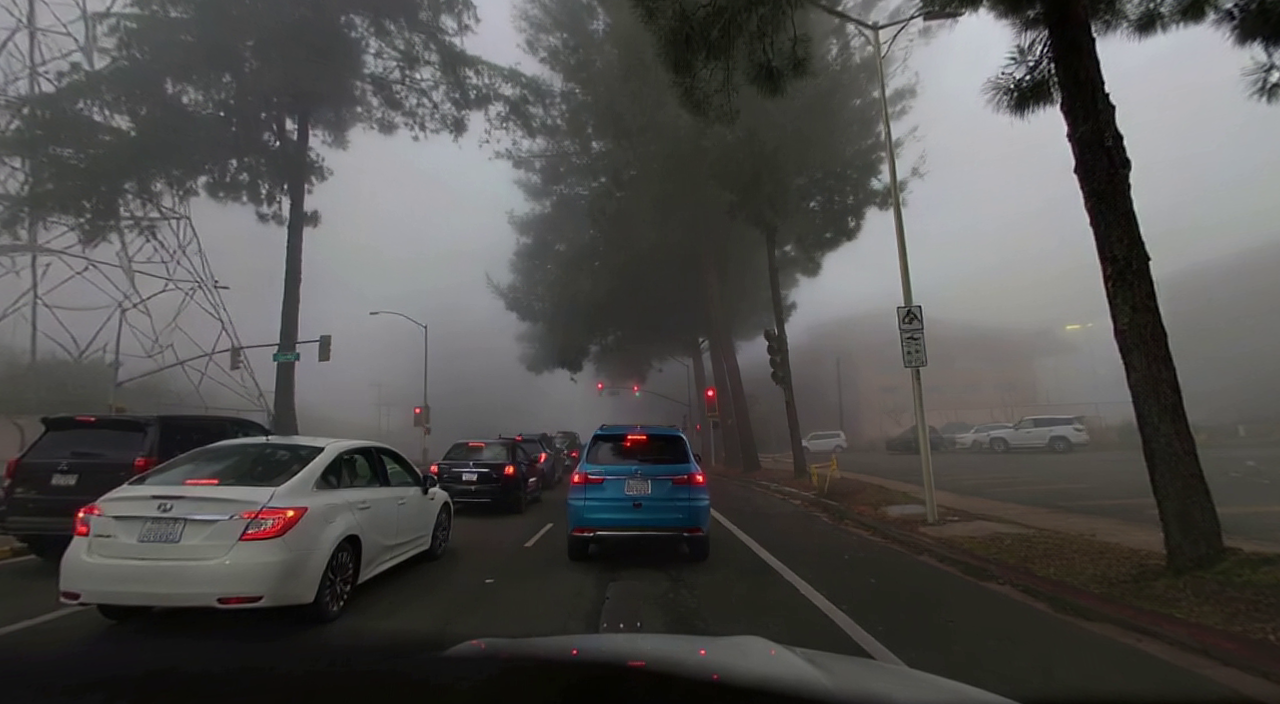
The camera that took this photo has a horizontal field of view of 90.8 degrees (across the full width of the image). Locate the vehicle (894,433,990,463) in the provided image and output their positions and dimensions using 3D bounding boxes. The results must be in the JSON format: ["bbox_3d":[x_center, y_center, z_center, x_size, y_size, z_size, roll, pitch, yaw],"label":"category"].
[{"bbox_3d":[15.101,4.800,31.709,3.858,1.437,1.899,0,-8,-4],"label":"vehicle"}]

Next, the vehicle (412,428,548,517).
[{"bbox_3d":[-3.251,2.518,13.667,1.997,1.636,3.760,0,-8,-1],"label":"vehicle"}]

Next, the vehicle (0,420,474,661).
[{"bbox_3d":[-3.169,1.498,6.214,1.973,1.469,4.448,0,-8,-1],"label":"vehicle"}]

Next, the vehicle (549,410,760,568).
[{"bbox_3d":[0.088,1.768,8.926,2.239,1.661,4.224,0,-8,-2],"label":"vehicle"}]
